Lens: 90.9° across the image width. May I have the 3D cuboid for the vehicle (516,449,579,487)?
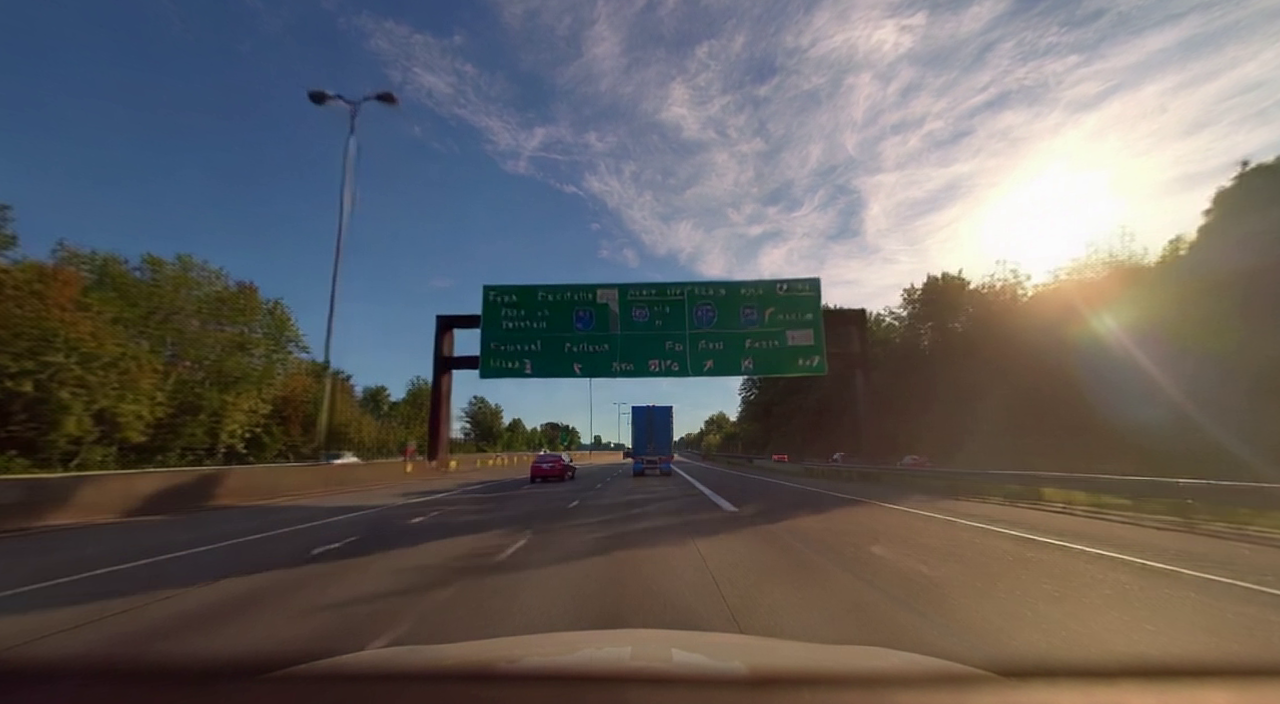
[{"bbox_3d":[-3.875,4.927,27.146,1.931,1.466,4.458,0,-9,1],"label":"vehicle"}]

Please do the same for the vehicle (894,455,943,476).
[{"bbox_3d":[20.314,8.270,46.115,1.857,1.407,3.719,0,-9,0],"label":"vehicle"}]

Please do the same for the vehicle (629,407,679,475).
[{"bbox_3d":[0.976,6.179,43.447,3.022,4.072,10.318,0,-9,2],"label":"vehicle"}]
